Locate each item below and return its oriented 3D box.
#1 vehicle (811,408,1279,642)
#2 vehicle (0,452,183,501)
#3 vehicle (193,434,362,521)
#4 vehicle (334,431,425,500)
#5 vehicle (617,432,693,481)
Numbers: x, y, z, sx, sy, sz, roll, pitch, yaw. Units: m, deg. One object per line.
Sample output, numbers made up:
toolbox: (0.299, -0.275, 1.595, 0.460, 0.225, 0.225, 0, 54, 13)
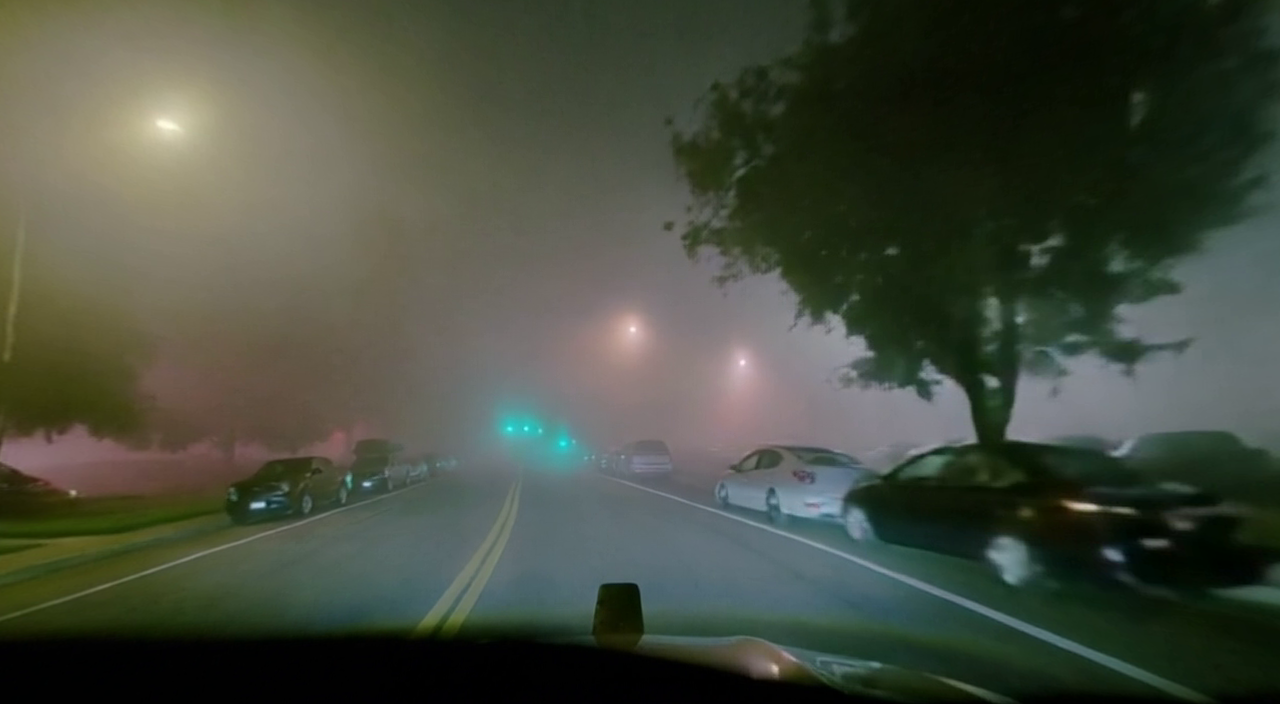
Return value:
vehicle: (3.620, 1.461, 6.628, 1.884, 1.508, 4.713, 0, -8, -6)
vehicle: (-19.464, 4.331, 22.173, 5.050, 1.502, 2.023, 1, -8, -8)
vehicle: (-9.323, 3.280, 16.911, 2.171, 1.838, 5.344, -1, -10, -10)
vehicle: (-10.613, 4.539, 26.221, 2.382, 2.223, 5.472, -3, -5, -11)
vehicle: (0.495, 4.471, 27.551, 2.255, 1.863, 5.629, 1, -8, -9)
